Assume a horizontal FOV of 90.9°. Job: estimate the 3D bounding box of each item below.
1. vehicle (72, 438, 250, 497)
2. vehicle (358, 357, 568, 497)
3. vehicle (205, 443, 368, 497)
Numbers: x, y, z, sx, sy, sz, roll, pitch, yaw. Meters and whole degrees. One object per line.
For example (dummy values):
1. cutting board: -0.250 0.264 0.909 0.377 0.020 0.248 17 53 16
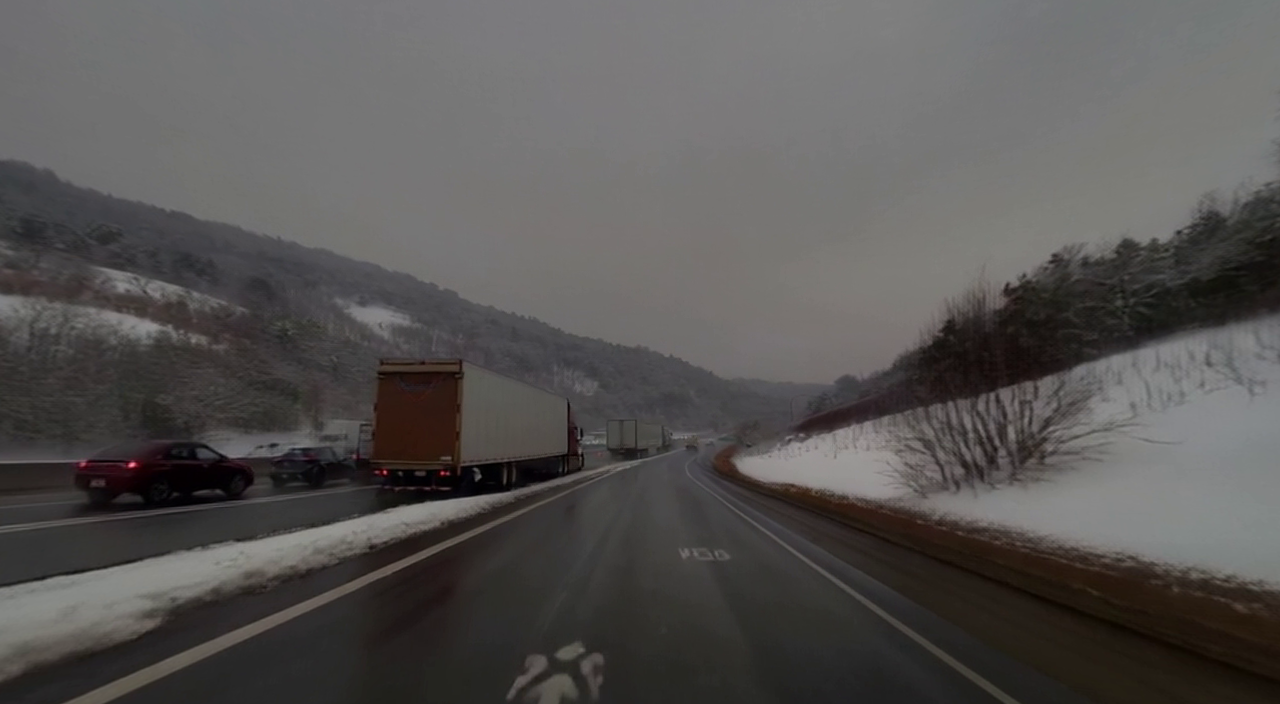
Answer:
1. vehicle: -15.034 3.637 20.139 1.943 1.662 4.283 -1 -9 8
2. vehicle: -6.023 3.292 25.656 2.848 4.067 14.314 -1 -9 7
3. vehicle: -11.053 3.712 20.248 1.925 1.493 4.864 -1 -9 8
